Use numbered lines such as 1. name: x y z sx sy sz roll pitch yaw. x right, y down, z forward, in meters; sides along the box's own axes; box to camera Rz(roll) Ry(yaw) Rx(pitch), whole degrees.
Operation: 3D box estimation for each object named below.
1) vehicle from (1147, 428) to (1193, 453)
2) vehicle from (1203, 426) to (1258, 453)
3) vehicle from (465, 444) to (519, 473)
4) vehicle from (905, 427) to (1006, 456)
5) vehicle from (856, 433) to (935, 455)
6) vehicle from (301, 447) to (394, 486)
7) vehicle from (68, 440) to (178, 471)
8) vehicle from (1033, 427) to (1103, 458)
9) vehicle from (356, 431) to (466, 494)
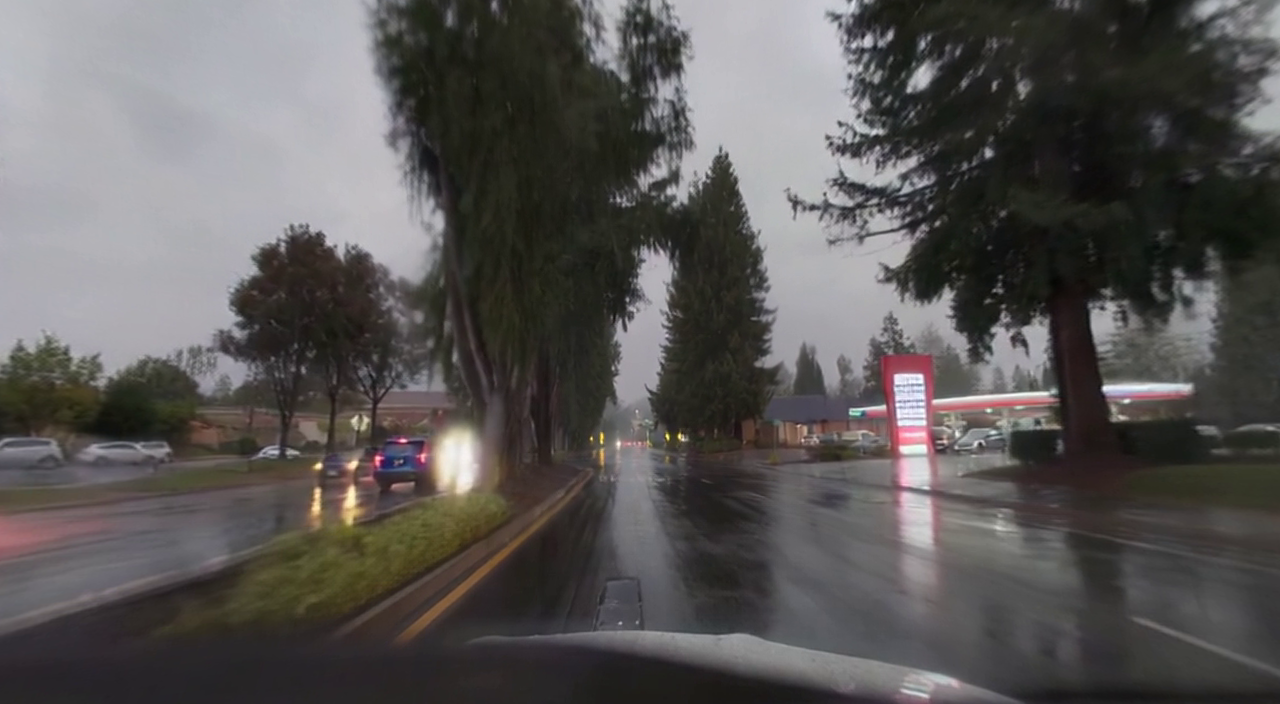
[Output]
1. vehicle: 32.498 5.441 38.819 1.894 1.434 4.308 -7 -11 37
2. vehicle: 34.525 5.126 37.029 1.969 1.482 4.815 -7 -11 39
3. vehicle: -7.991 5.754 34.433 1.982 1.465 4.376 0 -8 -2
4. vehicle: 18.884 5.373 37.943 4.868 1.610 2.223 0 -8 -2
5. vehicle: 18.467 6.653 45.714 4.800 1.459 2.051 0 -9 -6
6. vehicle: -12.233 4.766 26.789 1.950 1.471 4.557 0 -8 -3
7. vehicle: -28.998 5.807 35.654 4.390 1.665 1.934 4 -10 -27
8. vehicle: 21.372 4.502 31.471 1.916 1.434 4.557 -9 -12 44
9. vehicle: -7.070 3.444 20.075 1.987 1.747 4.545 0 -8 -3
